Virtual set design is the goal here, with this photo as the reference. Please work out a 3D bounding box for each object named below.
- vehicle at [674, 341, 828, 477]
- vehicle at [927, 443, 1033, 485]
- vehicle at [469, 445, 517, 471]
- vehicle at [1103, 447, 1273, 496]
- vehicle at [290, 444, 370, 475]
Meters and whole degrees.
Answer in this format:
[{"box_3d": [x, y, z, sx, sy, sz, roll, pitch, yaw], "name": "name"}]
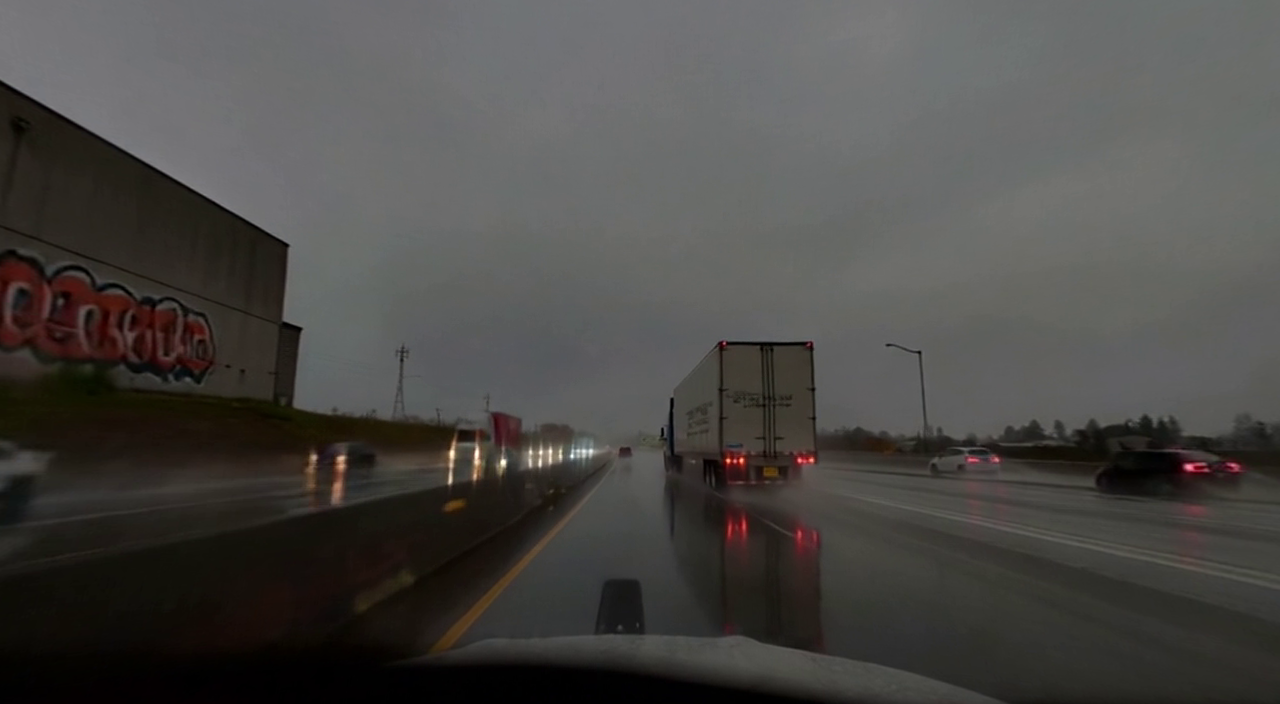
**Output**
[{"box_3d": [3.953, 3.145, 28.636, 3.317, 4.314, 17.803, 0, -9, -2], "name": "vehicle"}, {"box_3d": [14.608, 4.798, 27.264, 2.107, 1.648, 4.324, 0, -9, -1], "name": "vehicle"}, {"box_3d": [-8.968, 6.492, 38.473, 1.977, 1.494, 4.096, 0, -9, 0], "name": "vehicle"}, {"box_3d": [18.833, 4.077, 21.879, 1.811, 1.499, 4.472, 0, -9, -1], "name": "vehicle"}, {"box_3d": [-16.226, 5.648, 33.106, 1.912, 1.482, 4.676, 0, -9, -1], "name": "vehicle"}]
